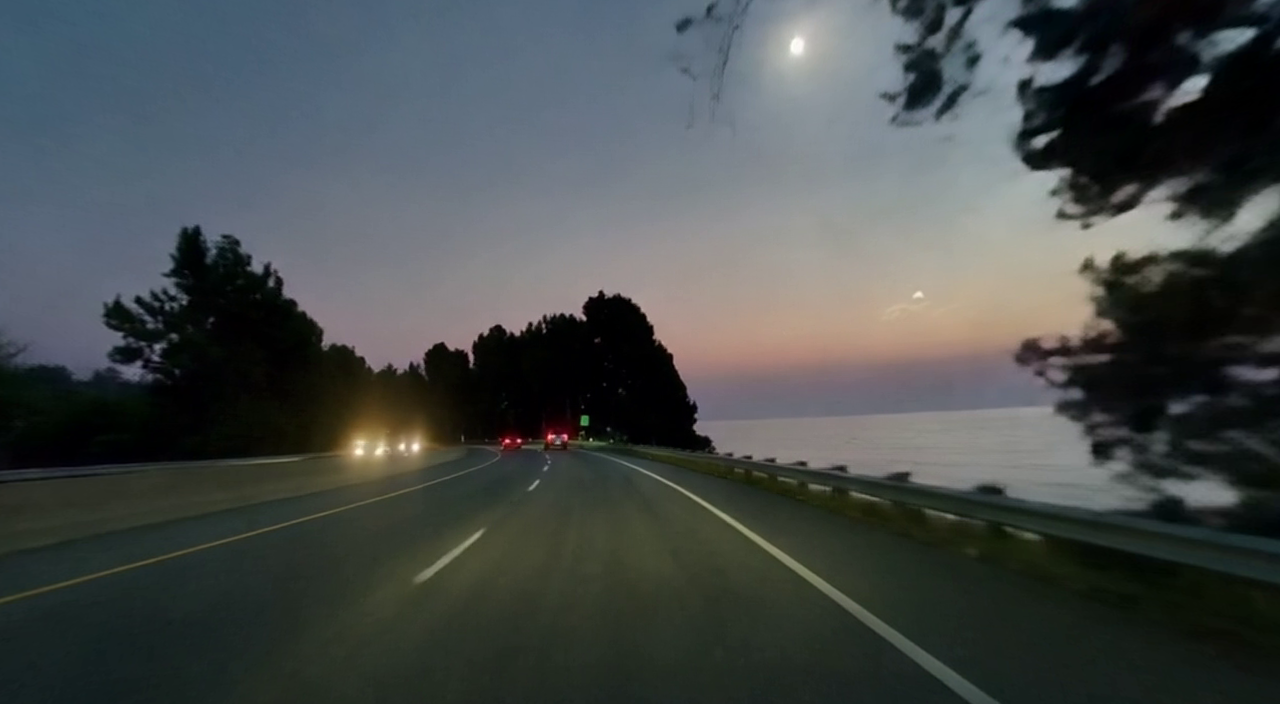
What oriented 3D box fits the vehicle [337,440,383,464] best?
[{"bbox_3d":[-19.839,7.078,44.876,1.929,1.611,4.479,1,-8,-11],"label":"vehicle"}]
